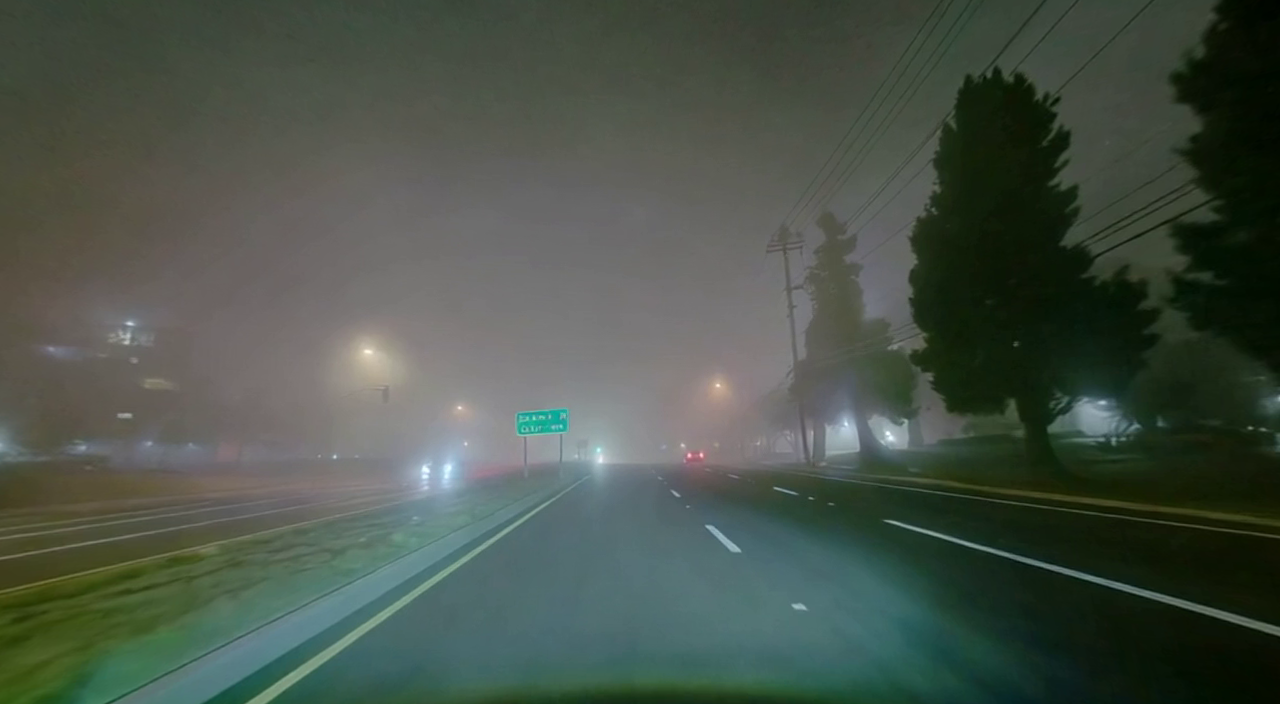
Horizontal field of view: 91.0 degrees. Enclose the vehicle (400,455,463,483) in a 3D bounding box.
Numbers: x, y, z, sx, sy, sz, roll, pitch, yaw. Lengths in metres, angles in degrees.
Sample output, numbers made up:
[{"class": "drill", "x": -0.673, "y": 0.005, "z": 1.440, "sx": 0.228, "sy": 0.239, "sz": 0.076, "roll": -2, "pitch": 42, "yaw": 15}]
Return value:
[{"class": "vehicle", "x": -12.182, "y": 6.866, "z": 37.113, "sx": 2.116, "sy": 1.470, "sz": 4.581, "roll": 0, "pitch": -9, "yaw": 0}]
